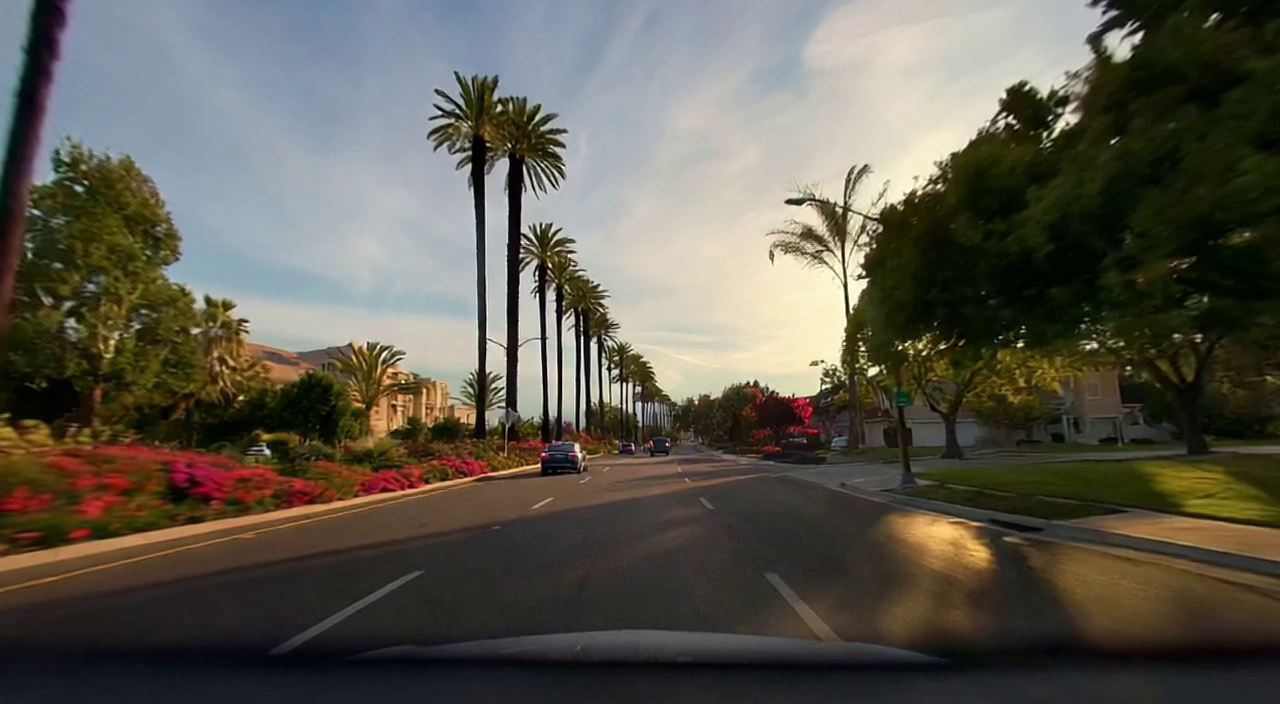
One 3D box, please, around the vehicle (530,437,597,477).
[{"bbox_3d":[-3.015,4.280,25.759,2.036,1.478,4.508,0,-8,2],"label":"vehicle"}]
